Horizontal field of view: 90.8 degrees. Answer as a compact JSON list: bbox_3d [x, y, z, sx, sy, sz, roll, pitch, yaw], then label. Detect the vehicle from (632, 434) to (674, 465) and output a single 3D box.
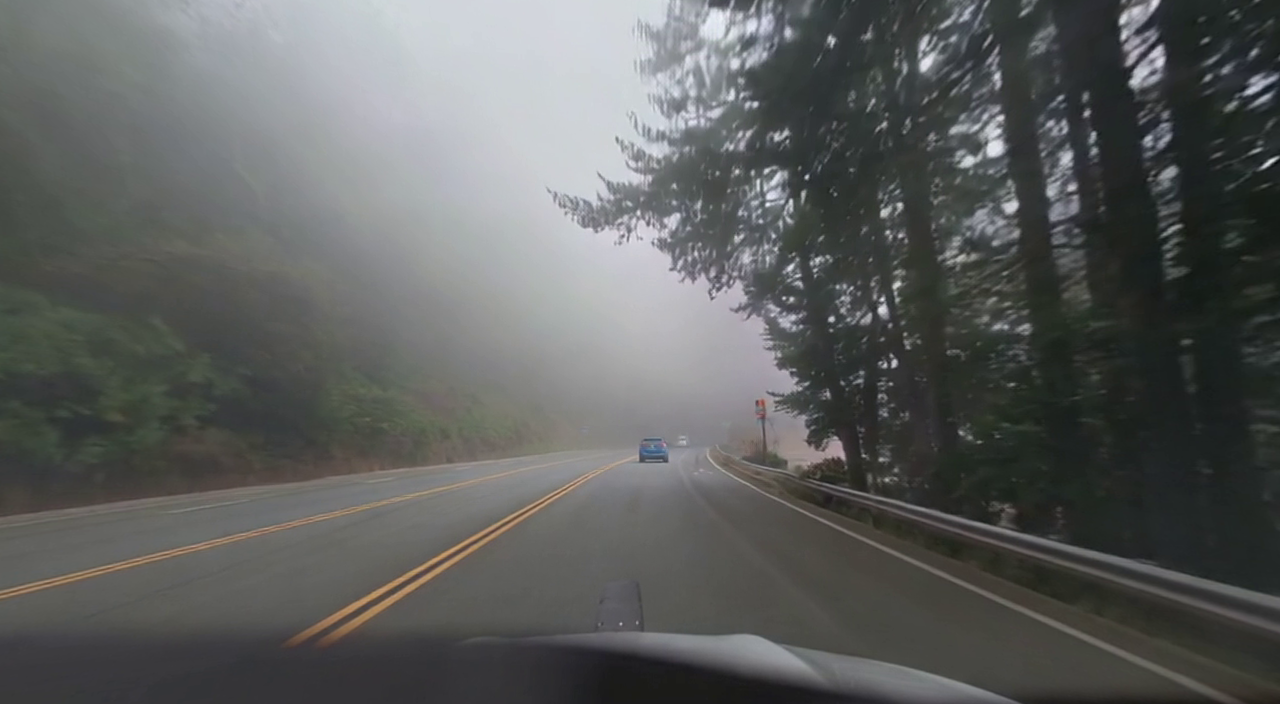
[{"bbox_3d":[0.859,5.811,37.611,2.294,1.708,4.110,-1,-9,4],"label":"vehicle"}]
